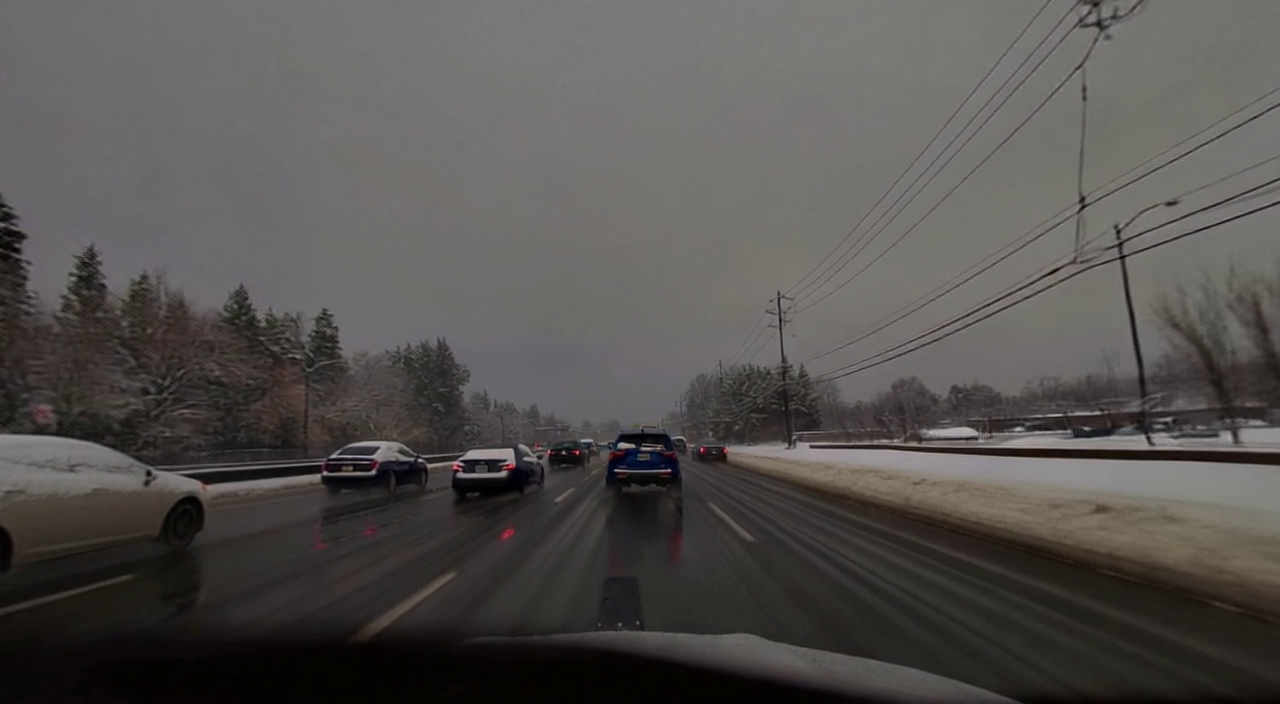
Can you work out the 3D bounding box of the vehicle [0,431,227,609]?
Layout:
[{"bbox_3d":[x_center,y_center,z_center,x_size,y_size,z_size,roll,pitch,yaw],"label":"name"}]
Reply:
[{"bbox_3d":[-6.242,1.469,5.785,1.958,1.447,4.454,0,-8,-1],"label":"vehicle"}]

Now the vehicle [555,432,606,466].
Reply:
[{"bbox_3d":[-3.246,5.459,35.633,2.353,1.773,4.286,0,-8,1],"label":"vehicle"}]

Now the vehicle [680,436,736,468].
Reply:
[{"bbox_3d":[3.275,4.911,31.222,2.197,1.464,4.356,0,-8,-1],"label":"vehicle"}]

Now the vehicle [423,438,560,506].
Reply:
[{"bbox_3d":[-3.417,2.871,15.633,2.203,1.425,4.610,0,-8,1],"label":"vehicle"}]

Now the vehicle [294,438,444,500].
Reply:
[{"bbox_3d":[-7.140,3.121,17.312,1.959,1.435,4.719,0,-8,1],"label":"vehicle"}]

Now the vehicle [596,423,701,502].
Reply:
[{"bbox_3d":[0.178,2.714,15.858,2.284,1.699,4.168,0,-8,0],"label":"vehicle"}]
